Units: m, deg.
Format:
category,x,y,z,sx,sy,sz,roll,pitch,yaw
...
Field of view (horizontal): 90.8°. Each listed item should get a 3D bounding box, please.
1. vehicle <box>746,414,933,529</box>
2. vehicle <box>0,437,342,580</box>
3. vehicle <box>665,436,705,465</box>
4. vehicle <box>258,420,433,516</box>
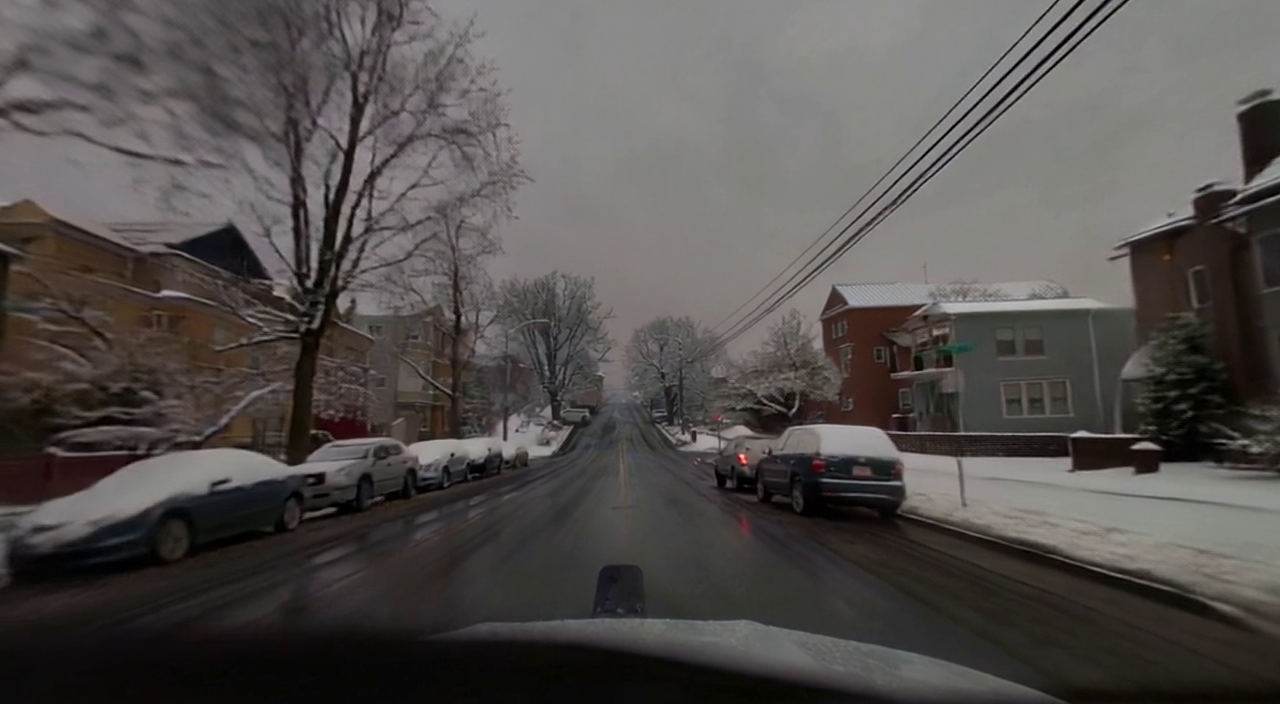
category,x,y,z,sx,sy,sz,roll,pitch,yaw
vehicle,3.425,2.159,11.942,1.952,1.738,4.518,0,-8,-2
vehicle,-6.074,1.968,8.792,2.003,1.489,4.051,0,-8,-3
vehicle,2.665,5.979,38.463,1.966,1.620,4.187,0,-8,-3
vehicle,-6.210,2.556,14.024,1.830,1.750,4.502,1,-10,-2
